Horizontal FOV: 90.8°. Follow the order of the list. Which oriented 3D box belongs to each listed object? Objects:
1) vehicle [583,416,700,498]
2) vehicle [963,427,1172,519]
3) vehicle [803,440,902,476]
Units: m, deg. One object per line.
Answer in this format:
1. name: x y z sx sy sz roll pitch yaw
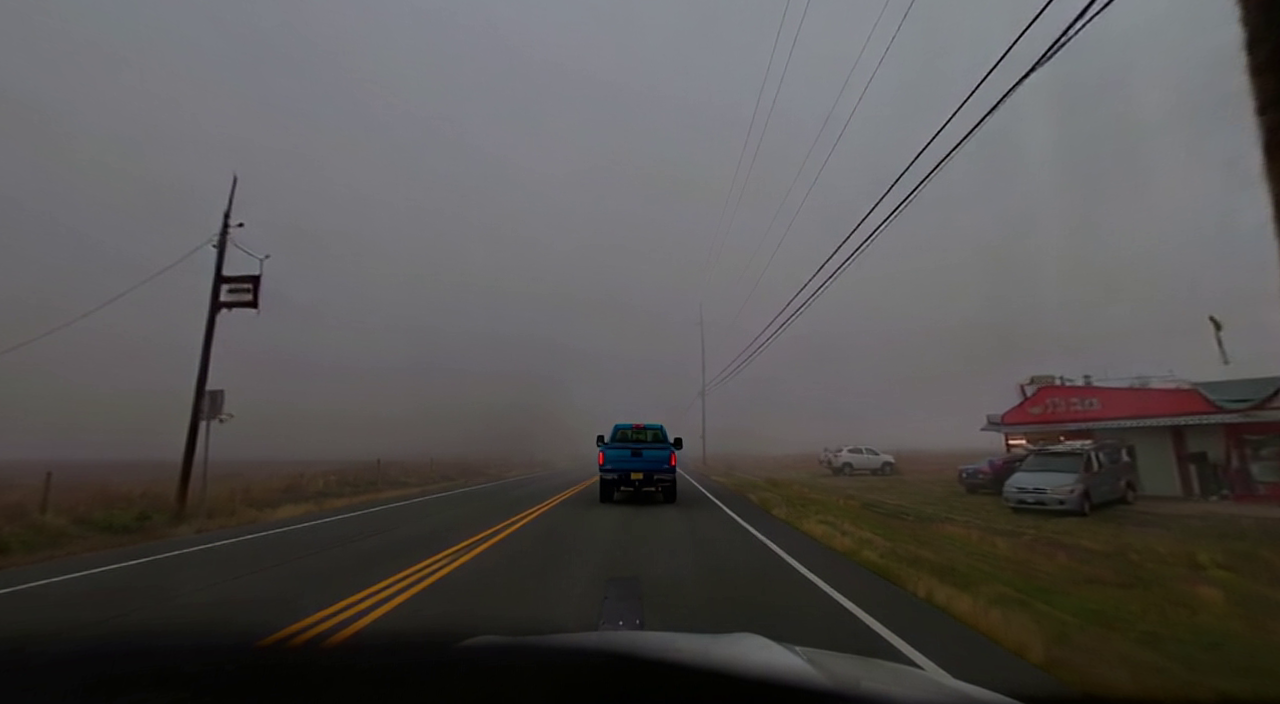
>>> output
1. vehicle: 0.090 3.171 19.541 2.921 2.031 7.416 0 -8 1
2. vehicle: 11.384 3.071 16.692 5.776 1.936 2.535 6 -8 -34
3. vehicle: 11.360 5.572 33.630 5.304 1.754 2.340 6 -11 -37
